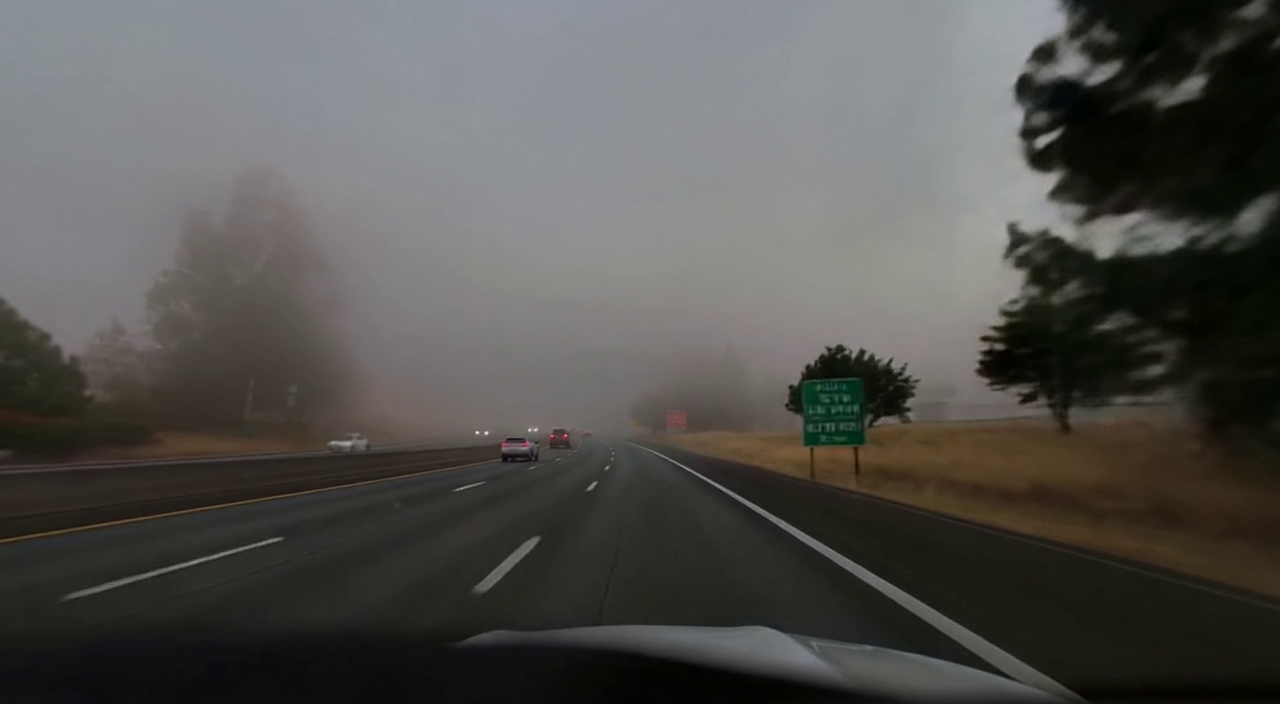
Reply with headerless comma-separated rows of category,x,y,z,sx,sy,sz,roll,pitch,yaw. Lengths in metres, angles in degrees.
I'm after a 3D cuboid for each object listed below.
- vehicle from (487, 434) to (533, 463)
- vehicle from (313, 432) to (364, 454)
vehicle,-7.735,5.791,37.858,1.931,1.608,3.977,0,-8,-1
vehicle,-22.580,6.858,47.406,1.973,1.558,4.050,0,-8,-2
